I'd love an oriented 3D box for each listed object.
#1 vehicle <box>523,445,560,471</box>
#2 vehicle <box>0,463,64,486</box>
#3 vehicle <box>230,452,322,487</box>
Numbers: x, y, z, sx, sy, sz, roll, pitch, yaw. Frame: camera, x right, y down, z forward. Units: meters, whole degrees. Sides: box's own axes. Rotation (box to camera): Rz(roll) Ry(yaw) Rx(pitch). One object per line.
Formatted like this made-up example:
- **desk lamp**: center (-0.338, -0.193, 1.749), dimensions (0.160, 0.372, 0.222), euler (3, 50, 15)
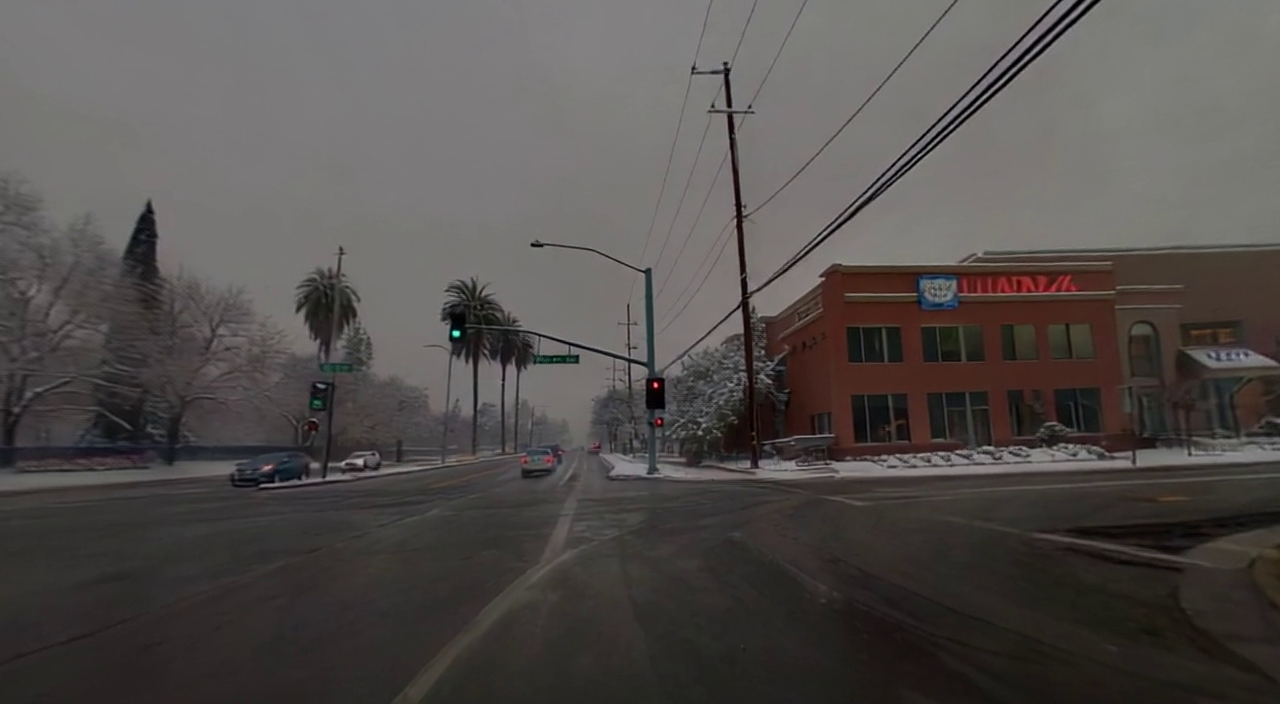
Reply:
- **vehicle**: center (-6.086, 6.566, 39.385), dimensions (2.063, 1.474, 4.334), euler (1, -9, -7)
- **vehicle**: center (-43.976, 8.739, 45.013), dimensions (3.829, 1.510, 1.790), euler (1, -8, -7)
- **vehicle**: center (-17.429, 5.595, 30.552), dimensions (1.997, 1.480, 4.715), euler (1, -8, -6)
